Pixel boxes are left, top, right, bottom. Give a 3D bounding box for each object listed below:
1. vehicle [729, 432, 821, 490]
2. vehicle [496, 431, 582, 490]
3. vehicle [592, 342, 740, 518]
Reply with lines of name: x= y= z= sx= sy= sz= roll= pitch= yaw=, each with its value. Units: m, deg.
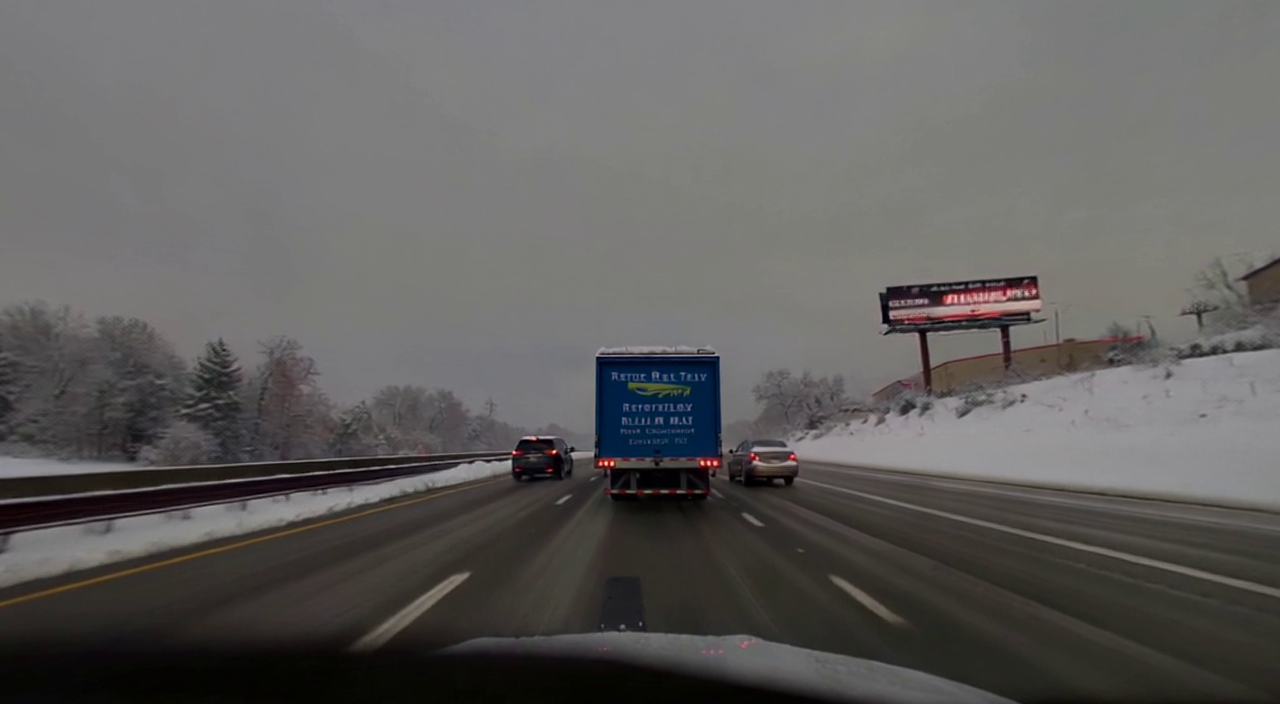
vehicle: x=4.301 y=3.536 z=20.840 sx=2.066 sy=1.692 sz=4.339 roll=0 pitch=-8 yaw=0
vehicle: x=-3.281 y=3.618 z=21.449 sx=2.030 sy=1.757 sz=4.509 roll=0 pitch=-8 yaw=2
vehicle: x=0.589 y=2.062 z=16.179 sx=2.733 sy=3.296 sz=8.571 roll=0 pitch=-8 yaw=2
